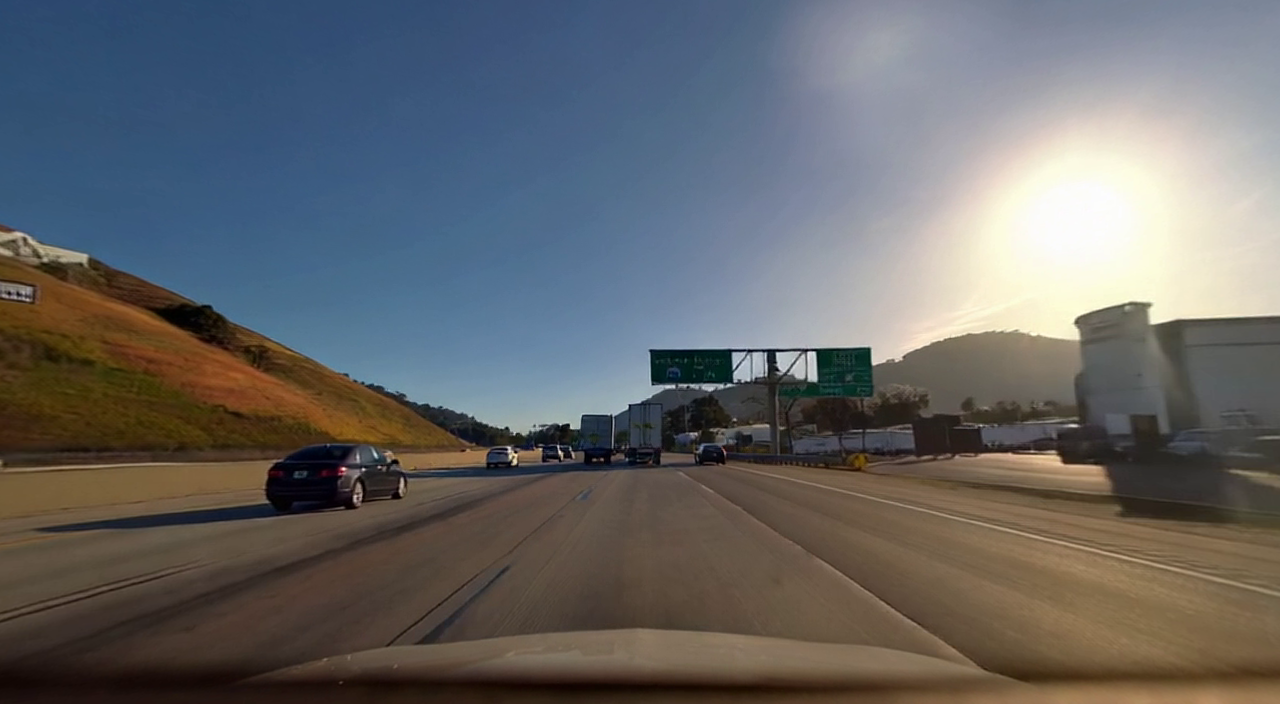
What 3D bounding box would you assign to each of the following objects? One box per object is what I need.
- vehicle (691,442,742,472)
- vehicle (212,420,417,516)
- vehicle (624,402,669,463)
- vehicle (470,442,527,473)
[{"bbox_3d":[3.871,5.382,32.588,2.006,1.452,4.246,0,-9,-1],"label":"vehicle"},{"bbox_3d":[-6.817,2.483,13.941,2.122,1.754,4.379,0,-9,1],"label":"vehicle"},{"bbox_3d":[0.382,6.188,47.709,2.969,4.104,10.906,0,-9,-1],"label":"vehicle"},{"bbox_3d":[-7.358,5.507,33.203,1.891,1.460,4.506,0,-9,1],"label":"vehicle"}]
